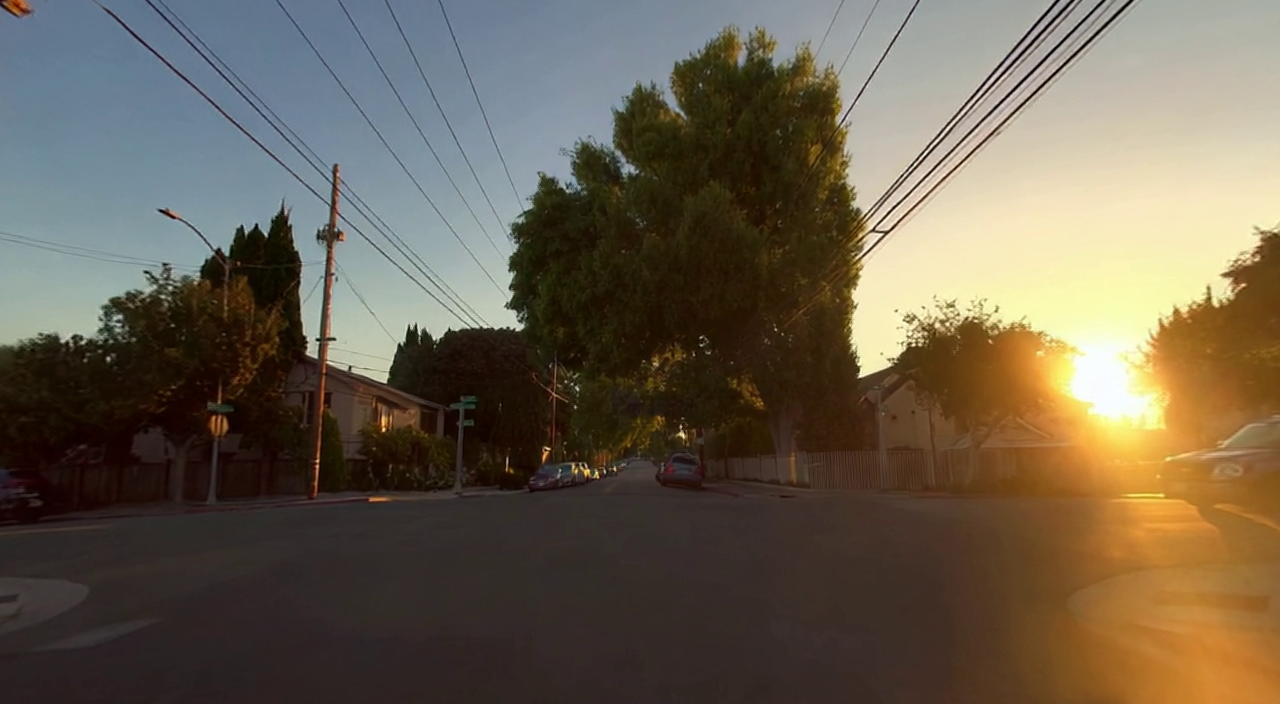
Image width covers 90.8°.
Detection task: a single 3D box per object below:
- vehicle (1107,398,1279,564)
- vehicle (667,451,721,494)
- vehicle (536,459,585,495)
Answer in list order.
[{"bbox_3d":[9.698,1.674,8.619,4.677,1.949,2.334,-1,-8,3],"label":"vehicle"},{"bbox_3d":[2.584,5.872,31.124,2.051,1.874,4.459,0,-8,-3],"label":"vehicle"},{"bbox_3d":[-4.291,6.822,34.682,2.189,1.771,4.571,0,-10,-1],"label":"vehicle"}]
